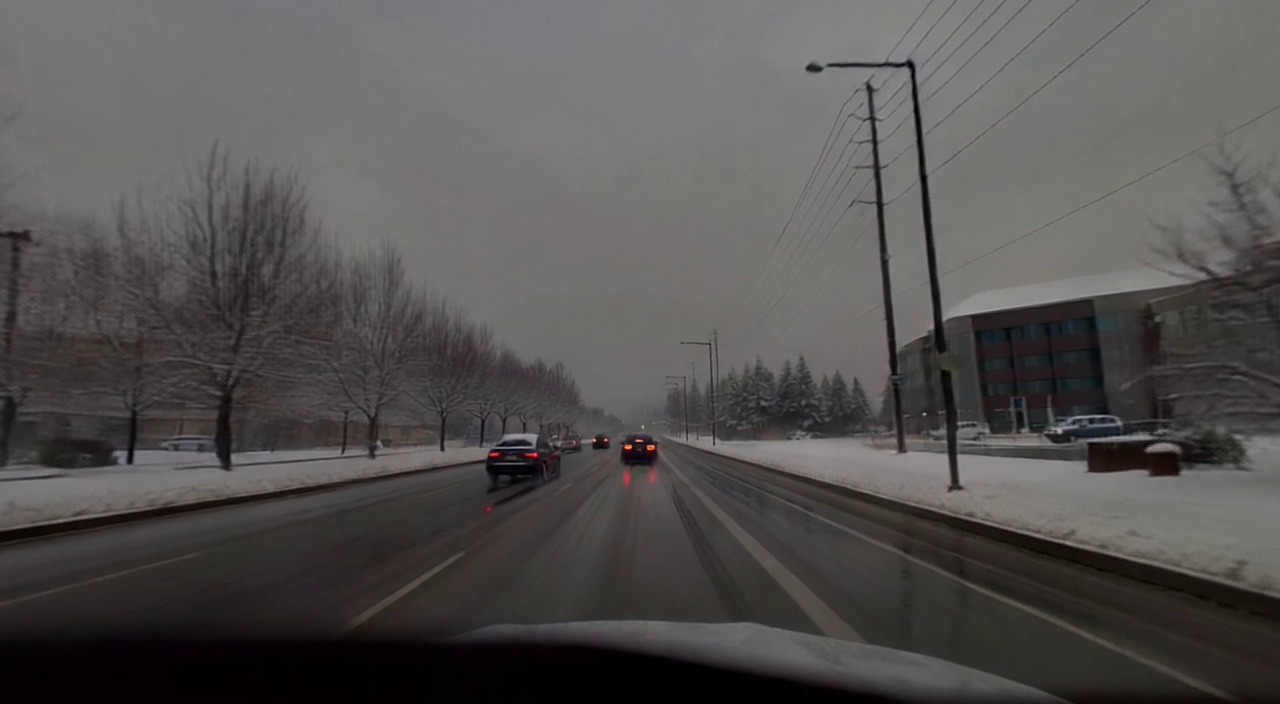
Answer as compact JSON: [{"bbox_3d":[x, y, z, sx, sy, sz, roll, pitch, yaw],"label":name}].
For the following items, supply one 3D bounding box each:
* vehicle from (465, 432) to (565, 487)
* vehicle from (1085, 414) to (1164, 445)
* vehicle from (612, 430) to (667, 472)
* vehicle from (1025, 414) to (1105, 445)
[{"bbox_3d":[-3.711,3.298,19.672,1.942,1.462,4.905,0,-8,2],"label":"vehicle"},{"bbox_3d":[24.461,3.981,31.985,1.741,1.416,3.831,-2,-9,15],"label":"vehicle"},{"bbox_3d":[-0.037,4.288,27.520,2.199,1.652,4.101,0,-8,0],"label":"vehicle"},{"bbox_3d":[21.955,4.070,32.820,1.833,1.471,4.656,-2,-9,13],"label":"vehicle"}]
